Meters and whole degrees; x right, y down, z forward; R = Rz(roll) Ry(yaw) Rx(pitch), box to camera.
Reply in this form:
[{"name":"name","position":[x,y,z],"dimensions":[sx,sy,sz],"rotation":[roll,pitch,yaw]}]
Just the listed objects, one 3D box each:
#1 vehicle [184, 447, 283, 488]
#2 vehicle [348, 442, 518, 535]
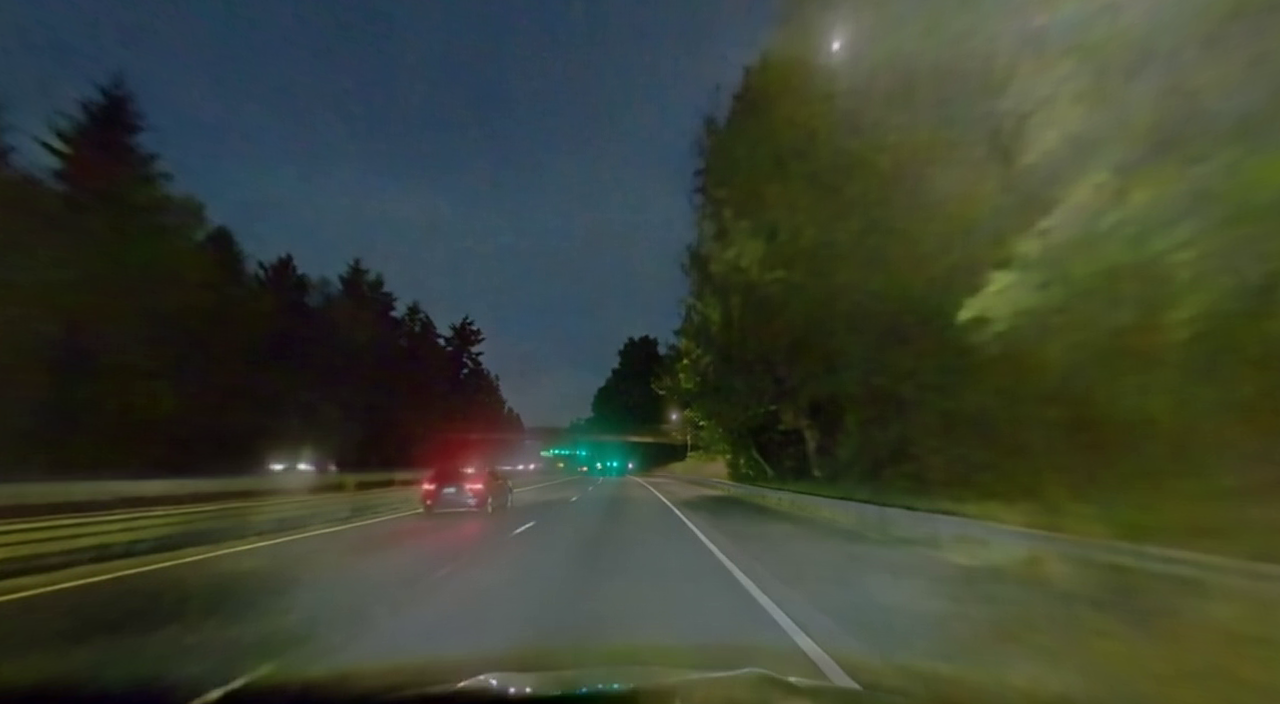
[{"name":"vehicle","position":[-17.237,4.954,26.939],"dimensions":[1.735,1.581,3.830],"rotation":[1,-11,-2]},{"name":"vehicle","position":[-4.495,3.119,14.767],"dimensions":[2.286,1.757,5.057],"rotation":[1,-11,0]}]
